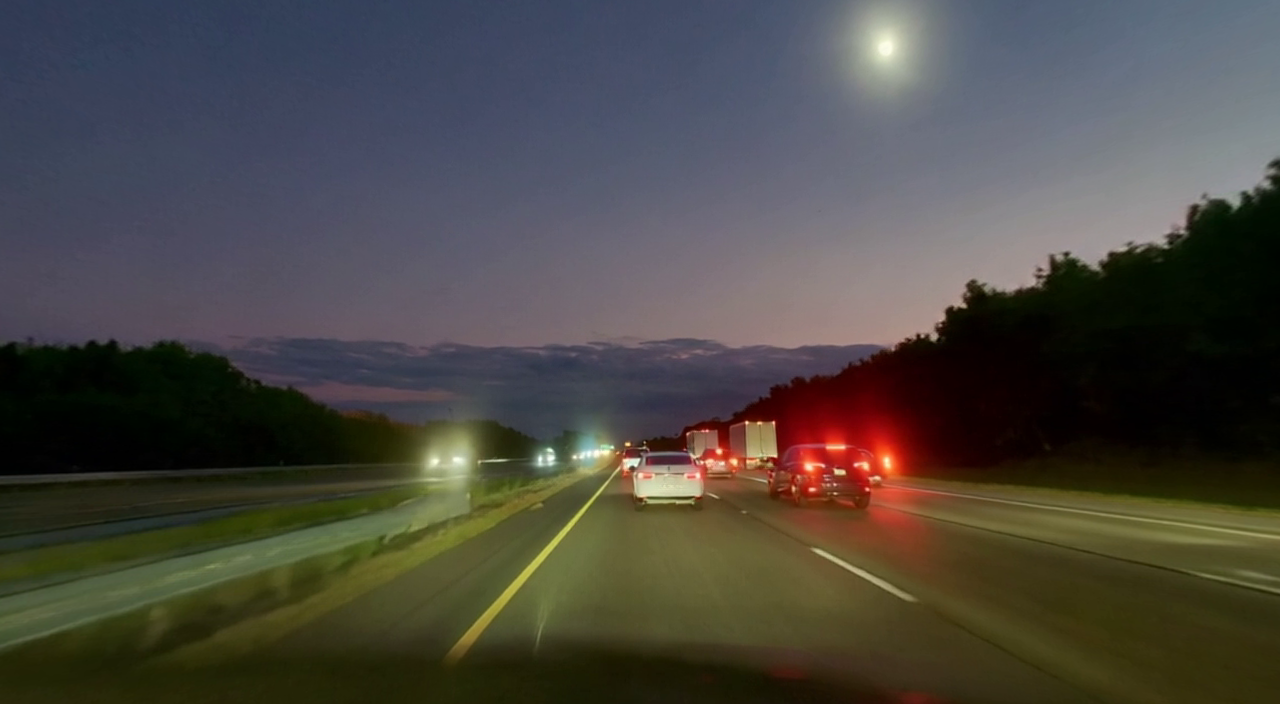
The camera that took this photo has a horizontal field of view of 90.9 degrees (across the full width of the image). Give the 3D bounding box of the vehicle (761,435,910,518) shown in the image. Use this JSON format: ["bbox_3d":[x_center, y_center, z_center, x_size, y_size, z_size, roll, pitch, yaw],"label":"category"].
[{"bbox_3d":[4.437,2.907,15.184,1.998,1.657,4.604,0,-9,-1],"label":"vehicle"}]

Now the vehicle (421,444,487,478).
[{"bbox_3d":[-8.889,5.225,30.430,1.941,1.483,4.061,0,-9,0],"label":"vehicle"}]

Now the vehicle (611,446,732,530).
[{"bbox_3d":[0.501,2.637,12.757,2.094,1.426,3.725,0,-9,-1],"label":"vehicle"}]
